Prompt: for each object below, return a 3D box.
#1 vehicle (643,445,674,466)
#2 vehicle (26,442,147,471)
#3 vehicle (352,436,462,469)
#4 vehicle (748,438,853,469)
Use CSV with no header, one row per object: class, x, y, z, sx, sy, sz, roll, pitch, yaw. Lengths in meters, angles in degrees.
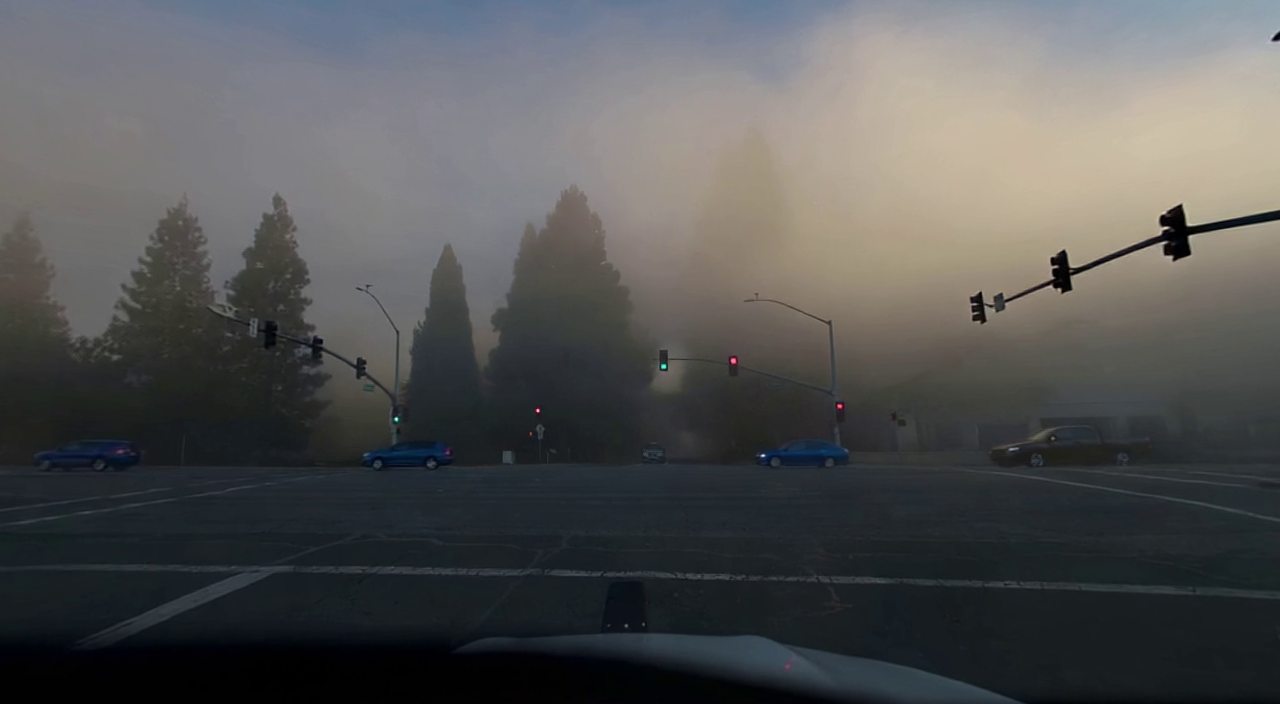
vehicle,1.297,7.634,46.475,2.132,1.449,4.235,0,-9,0
vehicle,-28.136,5.307,32.131,4.443,1.426,1.778,0,-9,0
vehicle,-11.600,5.035,31.546,4.735,1.588,1.877,0,-9,2
vehicle,7.790,4.961,30.953,4.681,1.465,1.820,0,-9,2
